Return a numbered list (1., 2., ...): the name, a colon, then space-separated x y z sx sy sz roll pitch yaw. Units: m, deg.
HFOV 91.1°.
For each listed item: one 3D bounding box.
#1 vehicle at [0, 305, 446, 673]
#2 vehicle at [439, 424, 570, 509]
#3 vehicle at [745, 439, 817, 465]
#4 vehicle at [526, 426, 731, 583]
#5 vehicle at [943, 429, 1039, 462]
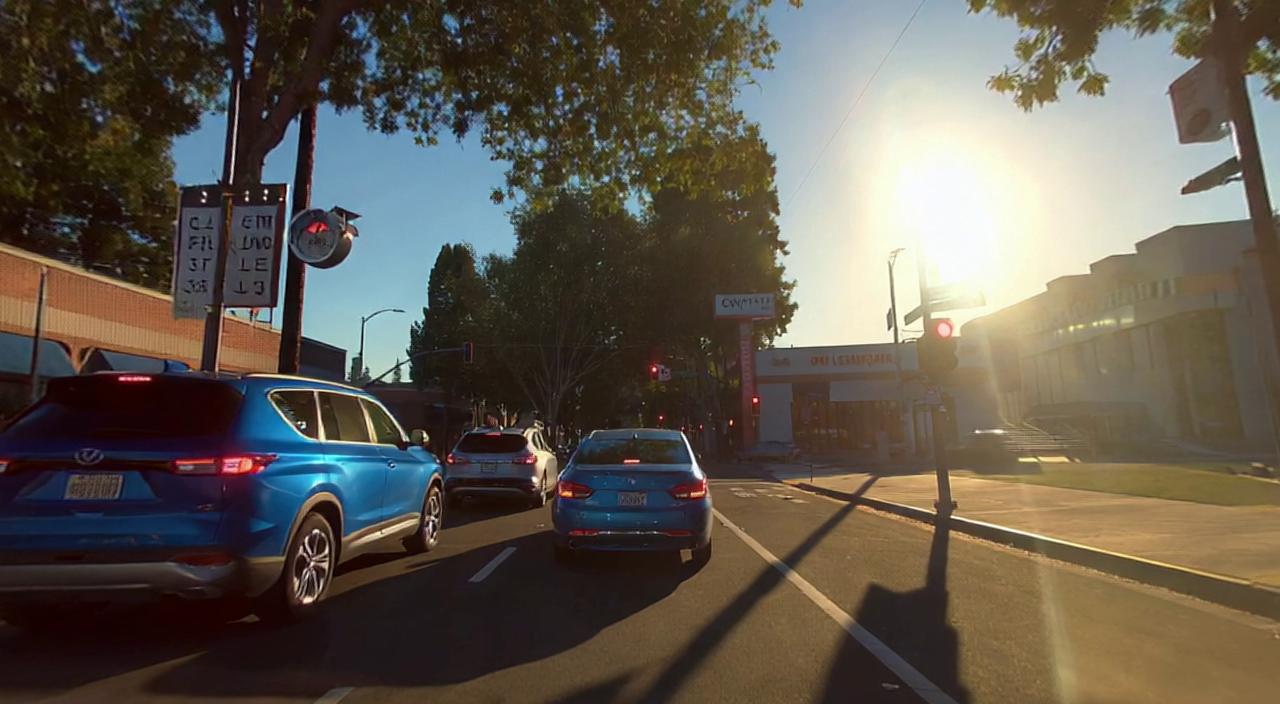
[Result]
1. vehicle: -3.820 1.138 6.208 2.152 2.118 5.066 0 -8 0
2. vehicle: -2.926 2.594 14.606 2.047 1.664 4.148 0 -8 1
3. vehicle: 8.214 5.862 36.713 3.924 1.447 2.039 -2 -9 11
4. vehicle: -0.154 1.777 8.176 1.966 1.481 4.146 0 -8 -1
5. vehicle: 19.473 5.213 35.017 4.116 1.719 2.069 -1 -9 7
